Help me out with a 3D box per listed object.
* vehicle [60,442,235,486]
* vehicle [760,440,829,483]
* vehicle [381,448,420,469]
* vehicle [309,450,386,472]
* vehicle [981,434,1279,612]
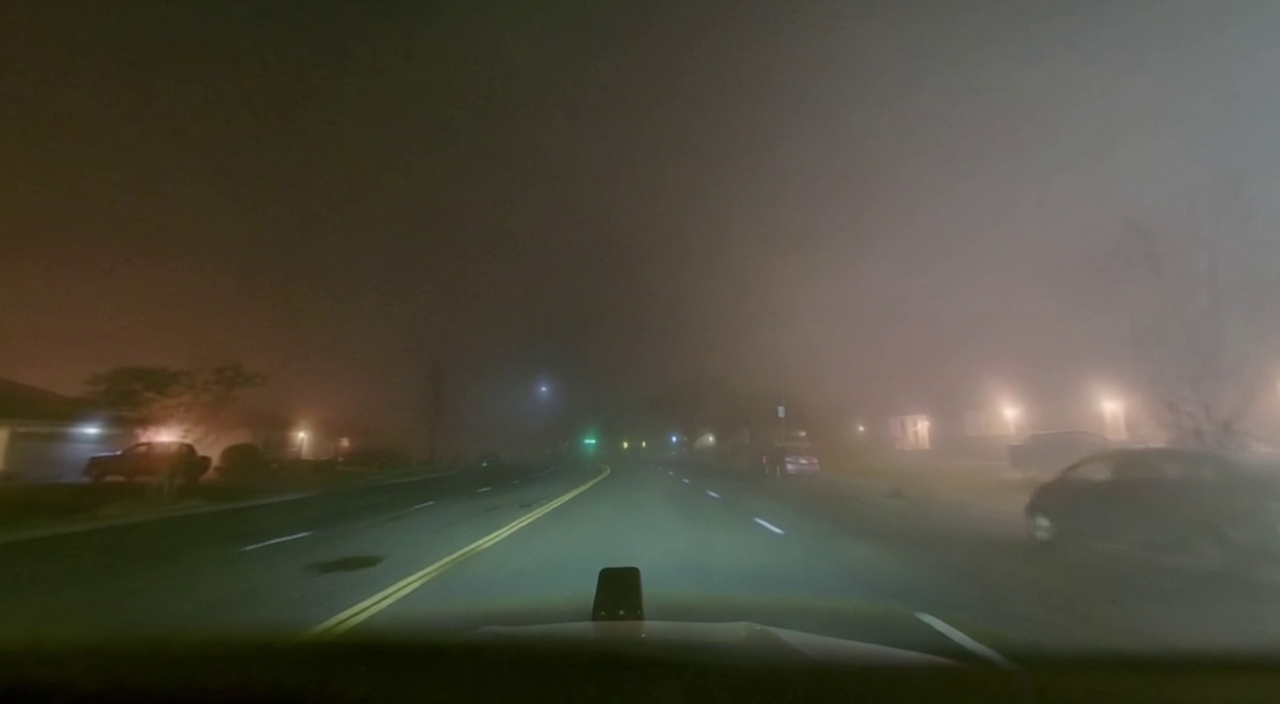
[{"bbox_3d":[-21.141,4.804,27.340,5.659,1.769,2.073,0,-9,-3],"label":"vehicle"},{"bbox_3d":[6.761,4.841,28.194,1.996,1.745,4.556,0,-9,1],"label":"vehicle"},{"bbox_3d":[-18.732,8.337,49.600,1.998,1.492,4.660,1,-9,-11],"label":"vehicle"},{"bbox_3d":[-20.099,7.481,43.560,4.367,1.466,1.980,0,-9,-3],"label":"vehicle"},{"bbox_3d":[6.463,1.761,7.395,2.042,1.511,5.029,0,-9,-1],"label":"vehicle"}]
